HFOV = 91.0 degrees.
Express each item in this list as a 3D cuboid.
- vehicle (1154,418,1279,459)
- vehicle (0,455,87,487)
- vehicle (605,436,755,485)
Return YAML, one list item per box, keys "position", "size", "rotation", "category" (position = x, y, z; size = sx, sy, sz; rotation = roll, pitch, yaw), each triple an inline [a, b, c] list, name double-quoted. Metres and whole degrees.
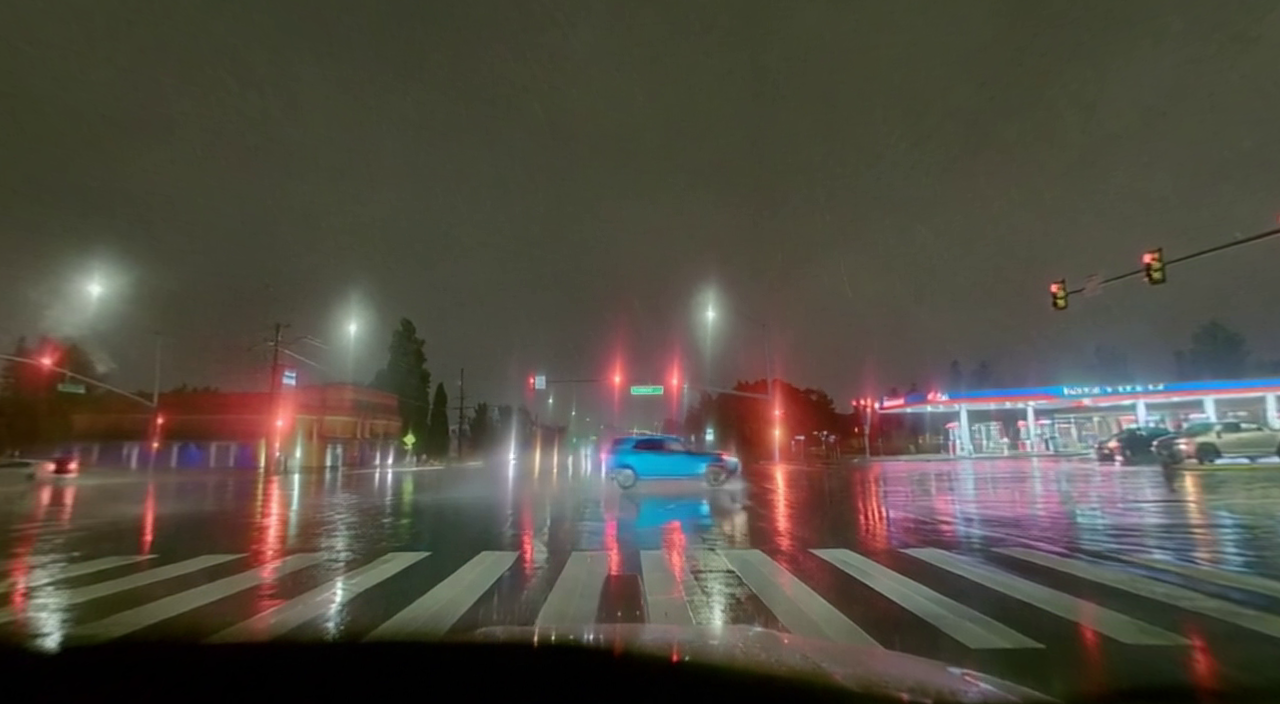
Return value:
- position: [22.824, 3.295, 23.964]
  size: [4.696, 1.483, 1.898]
  rotation: [-1, -8, 3]
  category: "vehicle"
- position: [-39.288, 7.567, 40.237]
  size: [5.789, 1.893, 2.169]
  rotation: [-1, -8, 3]
  category: "vehicle"
- position: [1.237, 3.419, 19.917]
  size: [4.488, 1.463, 1.888]
  rotation: [-1, -8, 4]
  category: "vehicle"
